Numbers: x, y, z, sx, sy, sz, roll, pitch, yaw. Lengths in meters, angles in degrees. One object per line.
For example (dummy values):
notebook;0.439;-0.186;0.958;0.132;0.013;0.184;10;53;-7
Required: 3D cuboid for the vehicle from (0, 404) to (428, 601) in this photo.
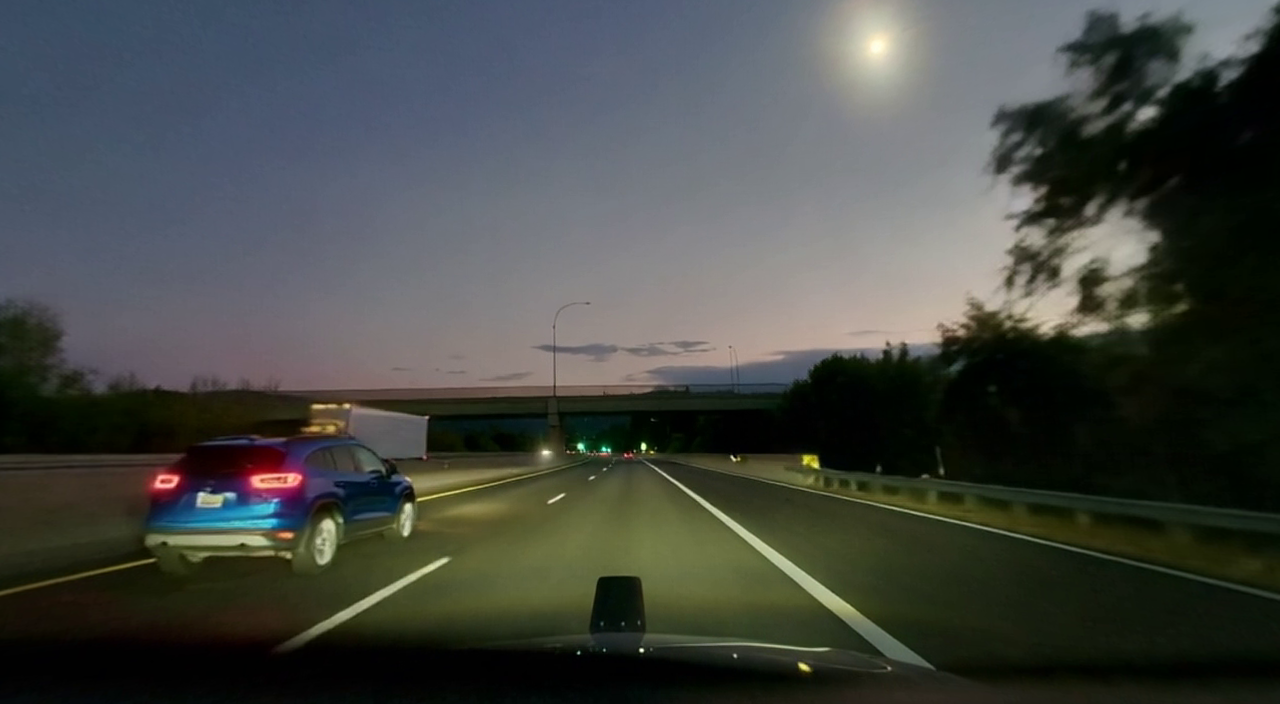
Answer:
vehicle;-4.648;1.708;8.066;2.221;1.750;4.706;0;-9;0
